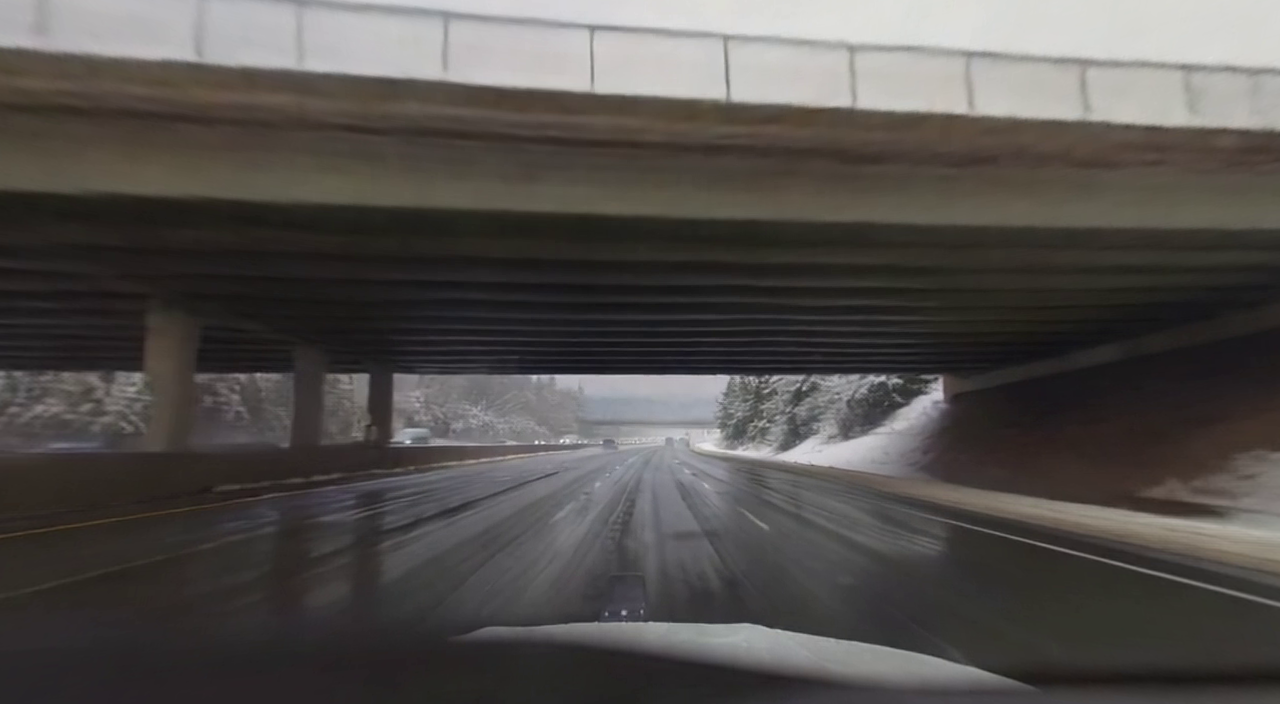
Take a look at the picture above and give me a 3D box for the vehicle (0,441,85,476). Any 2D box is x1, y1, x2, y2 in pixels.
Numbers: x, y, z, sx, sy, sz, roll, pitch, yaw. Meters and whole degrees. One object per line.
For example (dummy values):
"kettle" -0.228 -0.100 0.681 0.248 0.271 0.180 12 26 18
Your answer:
"vehicle" -28.250 4.773 28.528 1.861 1.478 4.806 0 -9 0

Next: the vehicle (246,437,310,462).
"vehicle" -28.055 7.577 49.052 1.986 1.769 4.812 0 -9 1
